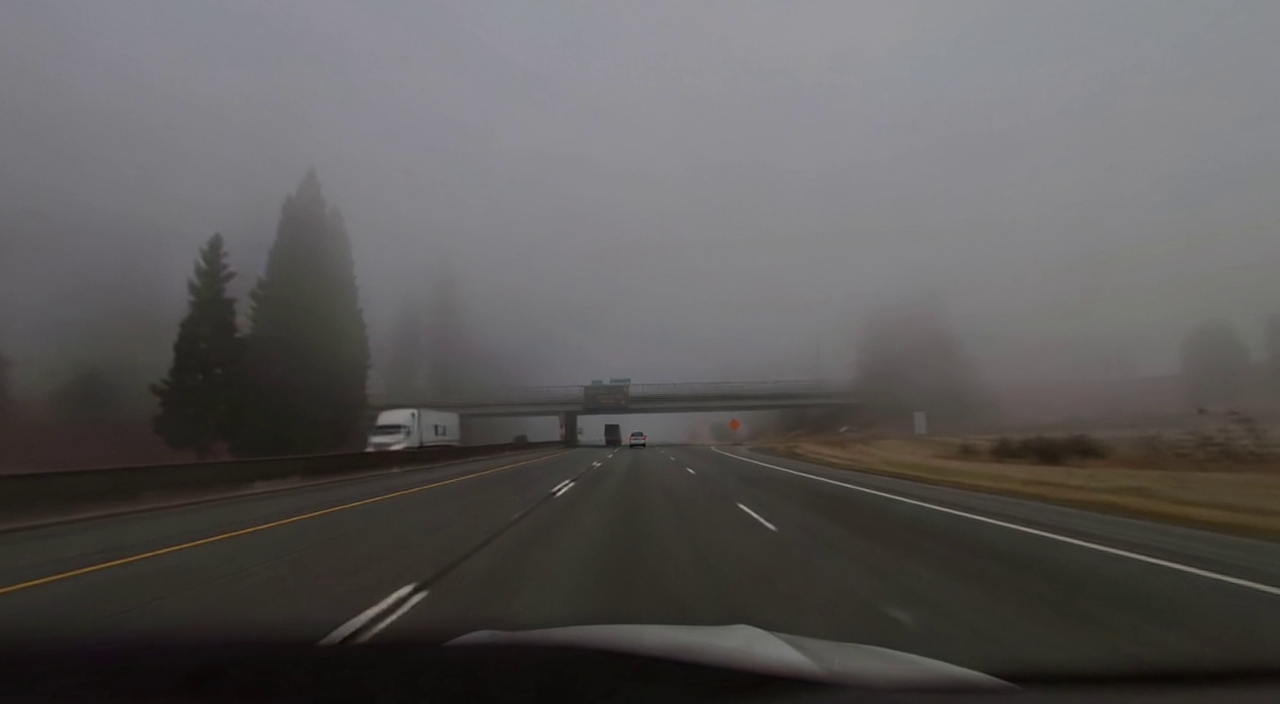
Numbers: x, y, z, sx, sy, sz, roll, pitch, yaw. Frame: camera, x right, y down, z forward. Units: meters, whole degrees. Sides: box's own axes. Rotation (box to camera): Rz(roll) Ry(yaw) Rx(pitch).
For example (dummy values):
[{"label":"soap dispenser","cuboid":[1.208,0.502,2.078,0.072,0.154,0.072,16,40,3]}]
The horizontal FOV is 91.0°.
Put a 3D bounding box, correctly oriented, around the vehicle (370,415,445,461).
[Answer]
[{"label":"vehicle","cuboid":[-16.873,6.325,46.276,2.477,3.056,7.996,0,-8,0]}]
